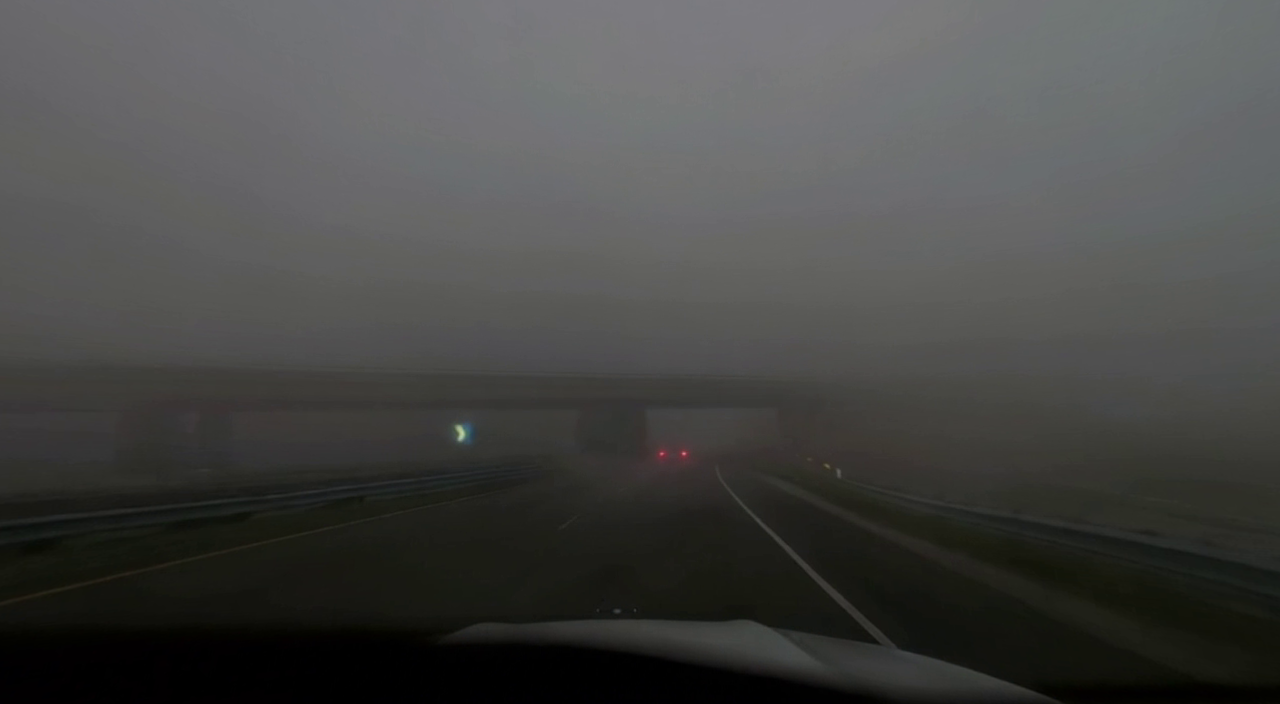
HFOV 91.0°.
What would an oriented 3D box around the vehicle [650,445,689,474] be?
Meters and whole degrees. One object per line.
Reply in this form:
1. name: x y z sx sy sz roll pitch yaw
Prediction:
1. vehicle: 1.673 5.869 34.549 2.028 1.440 3.970 -1 -8 4
